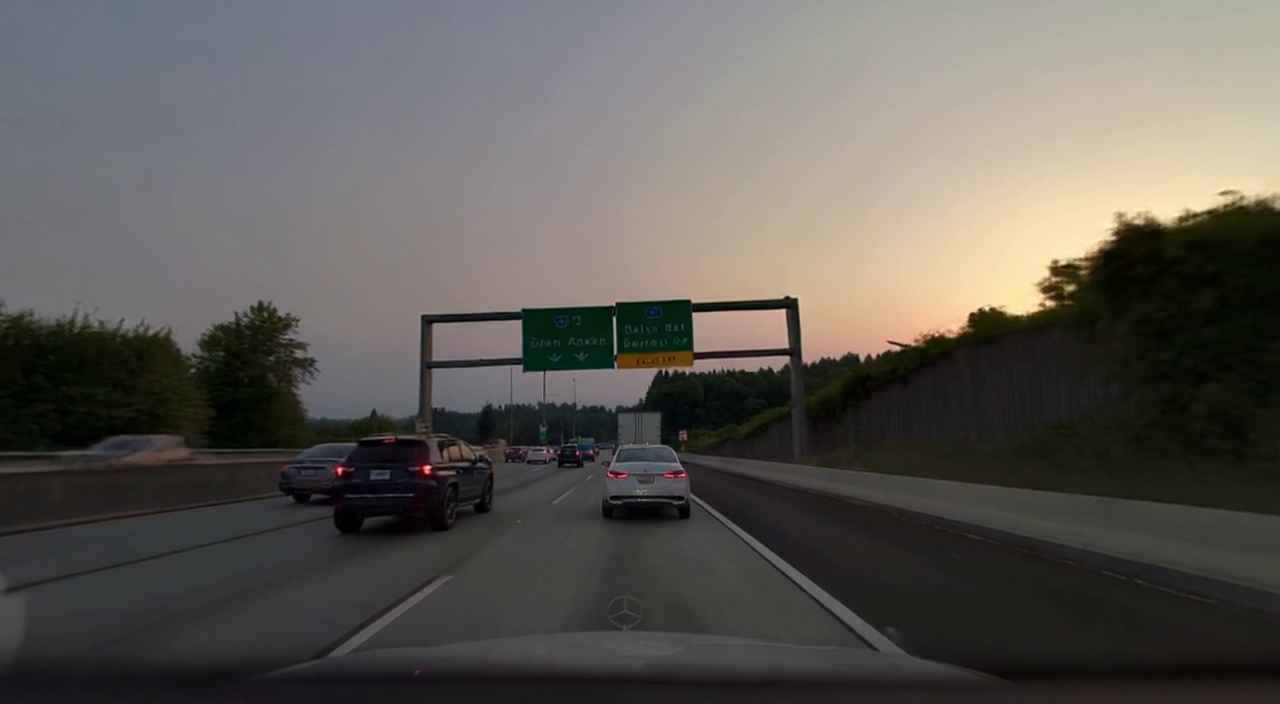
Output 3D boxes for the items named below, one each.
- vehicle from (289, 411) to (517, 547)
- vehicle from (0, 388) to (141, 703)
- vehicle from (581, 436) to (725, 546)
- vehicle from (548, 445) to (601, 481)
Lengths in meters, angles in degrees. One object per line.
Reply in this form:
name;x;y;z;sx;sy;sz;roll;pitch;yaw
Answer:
vehicle;-3.686;2.093;10.972;2.051;1.829;4.736;0;-9;1
vehicle;-3.414;0.645;0.779;1.980;1.491;4.340;0;-9;1
vehicle;0.170;2.206;10.529;1.995;1.495;3.380;0;-9;0
vehicle;-2.873;4.979;28.451;1.998;1.466;3.684;0;-9;0
